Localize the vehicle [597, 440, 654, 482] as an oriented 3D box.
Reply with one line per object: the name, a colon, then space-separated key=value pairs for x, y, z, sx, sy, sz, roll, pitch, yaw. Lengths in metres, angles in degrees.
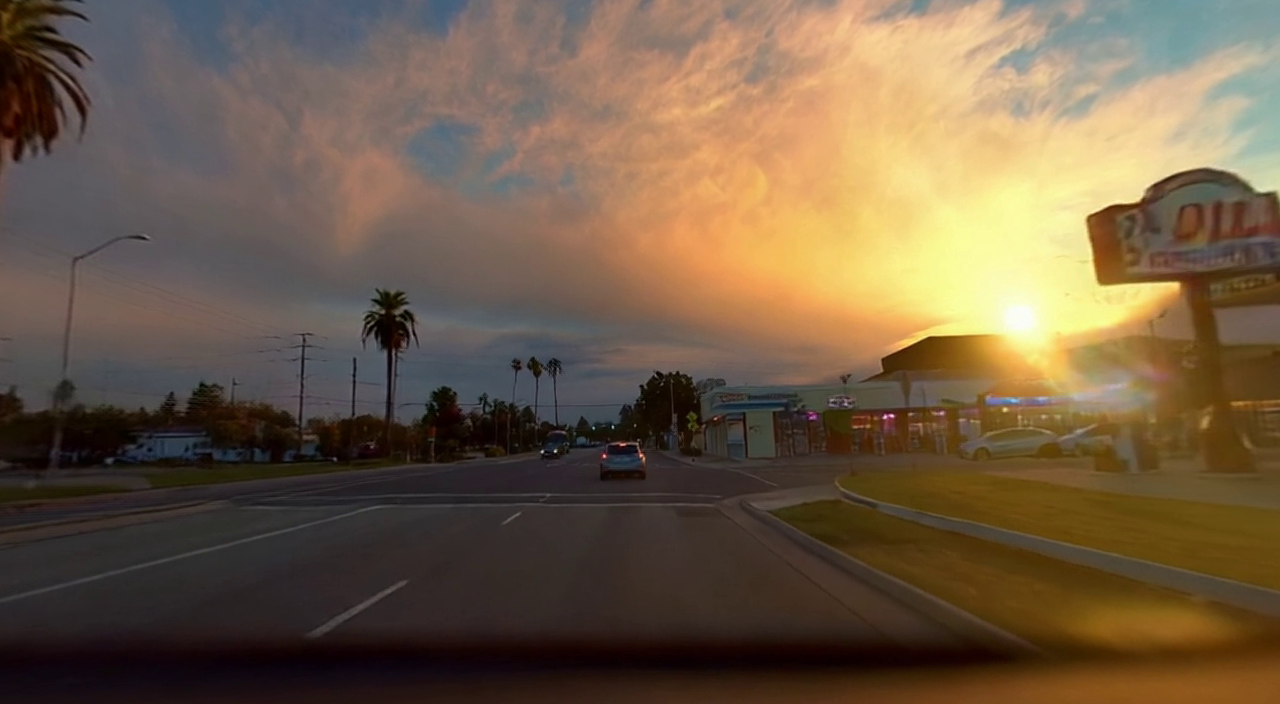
vehicle: x=-0.550 y=4.249 z=24.876 sx=2.076 sy=1.486 sz=4.119 roll=0 pitch=-8 yaw=-1

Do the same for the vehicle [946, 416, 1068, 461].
vehicle: x=18.553 y=4.416 z=32.128 sx=4.747 sy=2.178 sz=2.336 roll=0 pitch=-9 yaw=-2

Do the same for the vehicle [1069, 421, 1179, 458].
vehicle: x=24.680 y=4.503 z=32.311 sx=4.025 sy=1.827 sz=1.852 roll=0 pitch=-9 yaw=-2
